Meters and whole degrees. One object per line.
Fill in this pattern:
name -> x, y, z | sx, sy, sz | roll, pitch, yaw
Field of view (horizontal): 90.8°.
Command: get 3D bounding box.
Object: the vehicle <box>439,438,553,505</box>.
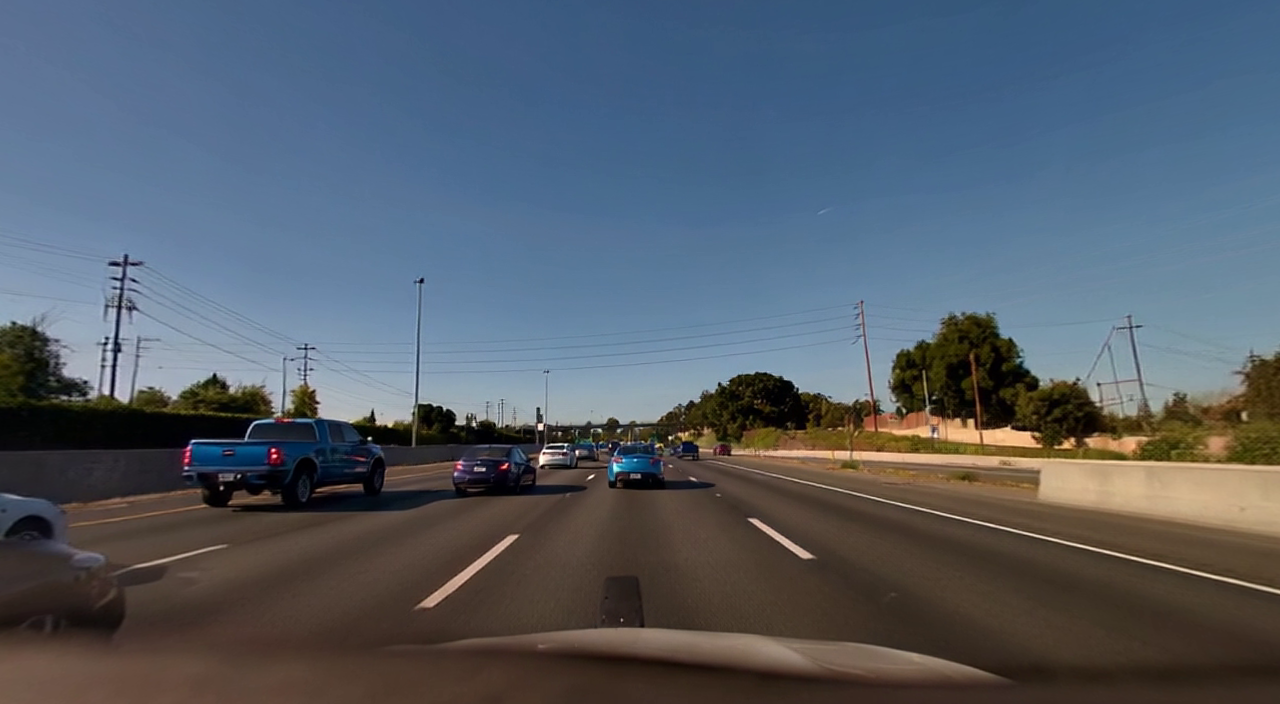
vehicle -> -3.416, 2.895, 15.806 | 1.899, 1.437, 4.131 | 0, -8, 0

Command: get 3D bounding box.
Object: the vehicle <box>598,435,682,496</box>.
vehicle -> -0.023, 3.188, 18.202 | 2.102, 1.499, 4.439 | 0, -8, -1

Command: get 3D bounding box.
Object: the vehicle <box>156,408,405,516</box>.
vehicle -> -7.523, 2.395, 14.223 | 2.194, 1.922, 5.637 | 0, -8, 1

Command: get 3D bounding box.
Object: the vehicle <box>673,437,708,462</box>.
vehicle -> 3.765, 7.357, 47.814 | 2.113, 1.800, 5.376 | 0, -8, -1

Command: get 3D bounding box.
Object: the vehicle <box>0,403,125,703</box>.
vehicle -> -3.582, 0.702, 0.773 | 1.955, 1.481, 4.604 | 0, -8, 1
